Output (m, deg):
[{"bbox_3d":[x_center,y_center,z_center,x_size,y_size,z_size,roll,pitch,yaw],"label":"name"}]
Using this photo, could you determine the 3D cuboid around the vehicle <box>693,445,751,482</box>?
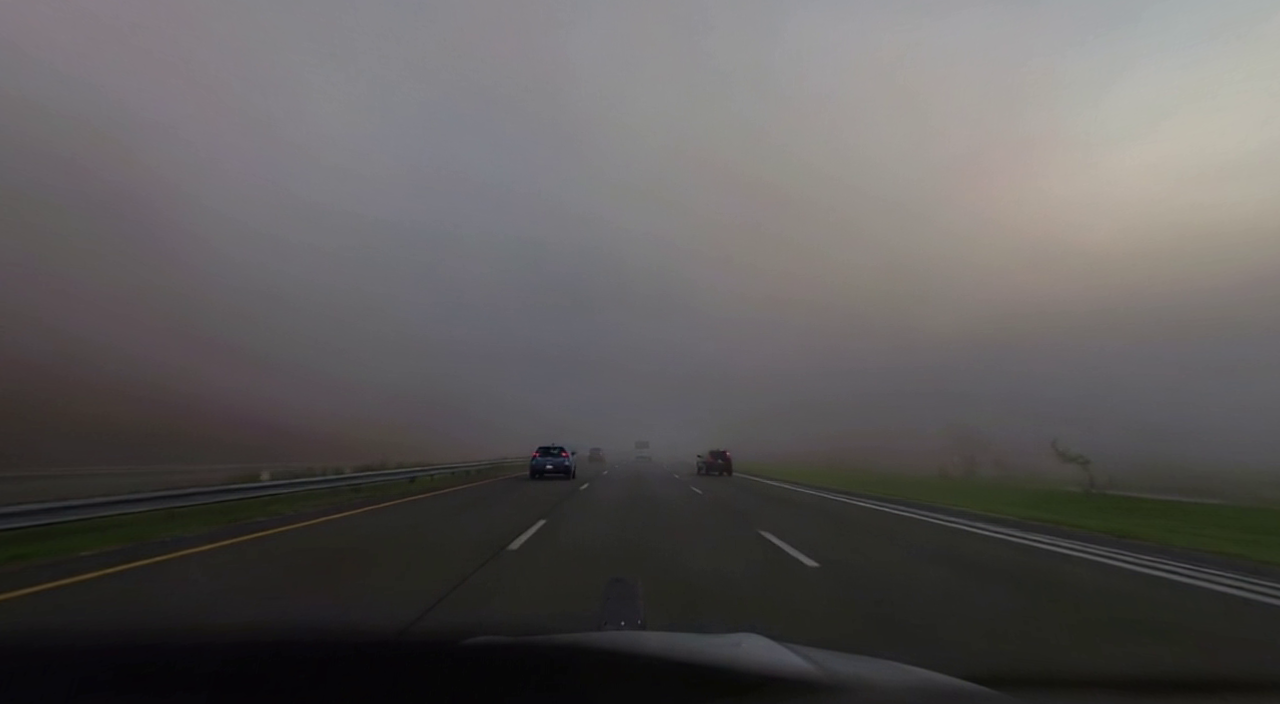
[{"bbox_3d":[3.496,4.818,27.535,1.926,1.483,3.528,0,-9,-3],"label":"vehicle"}]

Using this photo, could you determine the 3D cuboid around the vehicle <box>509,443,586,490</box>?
[{"bbox_3d":[-3.137,4.001,22.273,2.053,1.483,4.185,0,-9,0],"label":"vehicle"}]
